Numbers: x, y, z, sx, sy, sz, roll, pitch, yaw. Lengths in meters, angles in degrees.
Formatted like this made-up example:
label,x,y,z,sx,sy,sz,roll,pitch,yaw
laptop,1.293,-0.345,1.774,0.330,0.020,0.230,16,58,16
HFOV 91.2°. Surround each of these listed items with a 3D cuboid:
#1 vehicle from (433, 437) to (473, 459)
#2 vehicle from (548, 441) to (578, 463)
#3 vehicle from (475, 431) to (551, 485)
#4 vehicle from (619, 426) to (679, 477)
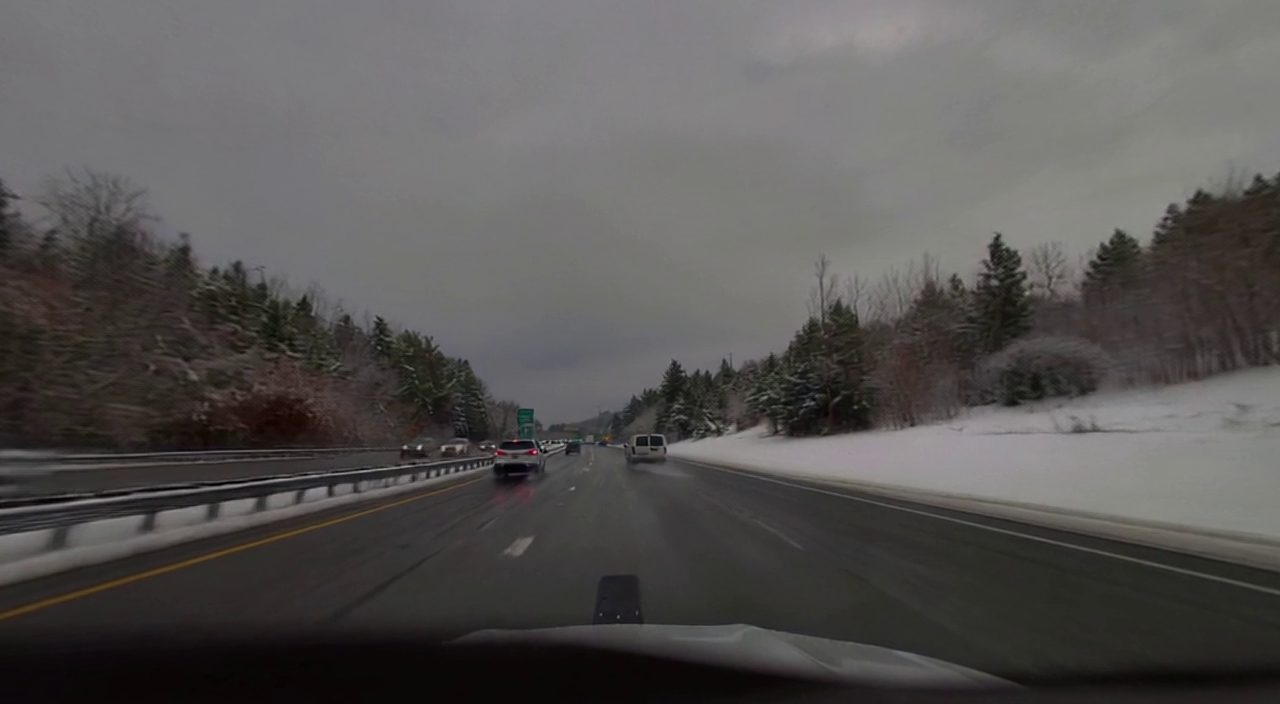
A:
label,x,y,z,sx,sy,sz,roll,pitch,yaw
vehicle,-14.688,7.593,49.499,1.915,1.638,4.443,0,-9,-2
vehicle,-5.533,7.261,45.422,1.809,1.510,4.235,0,-9,-2
vehicle,-4.422,3.759,22.444,1.963,1.711,4.284,0,-9,-2
vehicle,0.267,4.173,26.378,2.179,1.930,4.538,0,-9,-3
